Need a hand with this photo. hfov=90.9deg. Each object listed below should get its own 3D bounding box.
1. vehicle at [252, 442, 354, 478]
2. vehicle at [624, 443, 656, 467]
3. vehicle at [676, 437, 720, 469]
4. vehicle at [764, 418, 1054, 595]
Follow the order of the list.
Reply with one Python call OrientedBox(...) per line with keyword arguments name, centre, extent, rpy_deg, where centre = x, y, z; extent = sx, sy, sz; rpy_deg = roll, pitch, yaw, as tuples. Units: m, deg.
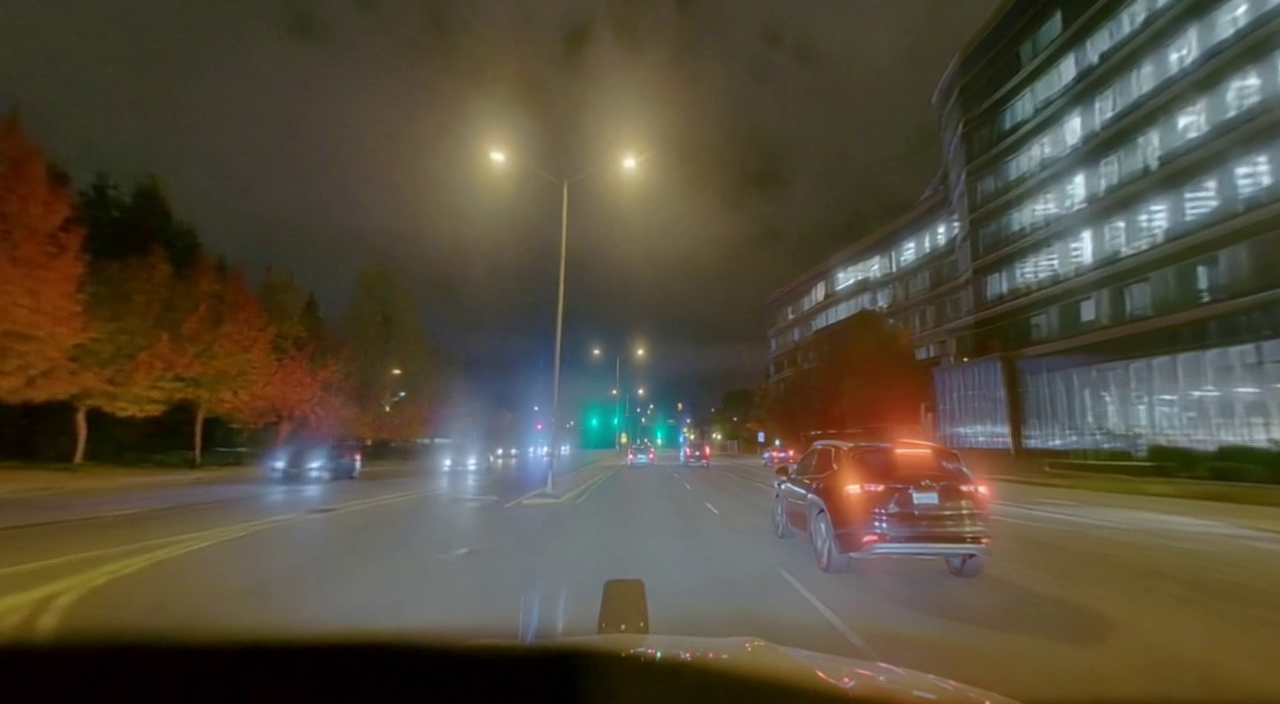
OrientedBox(name="vehicle", centre=(-14.969, 4.816, 28.340), extent=(1.978, 1.443, 4.678), rpy_deg=(-1, -9, 0))
OrientedBox(name="vehicle", centre=(0.001, 6.837, 42.033), extent=(1.991, 1.477, 3.814), rpy_deg=(-1, -8, 0))
OrientedBox(name="vehicle", centre=(3.464, 6.166, 38.636), extent=(2.154, 1.844, 4.634), rpy_deg=(-1, -8, -1))
OrientedBox(name="vehicle", centre=(2.930, 1.749, 7.956), extent=(1.901, 1.634, 3.896), rpy_deg=(1, -8, 0))
